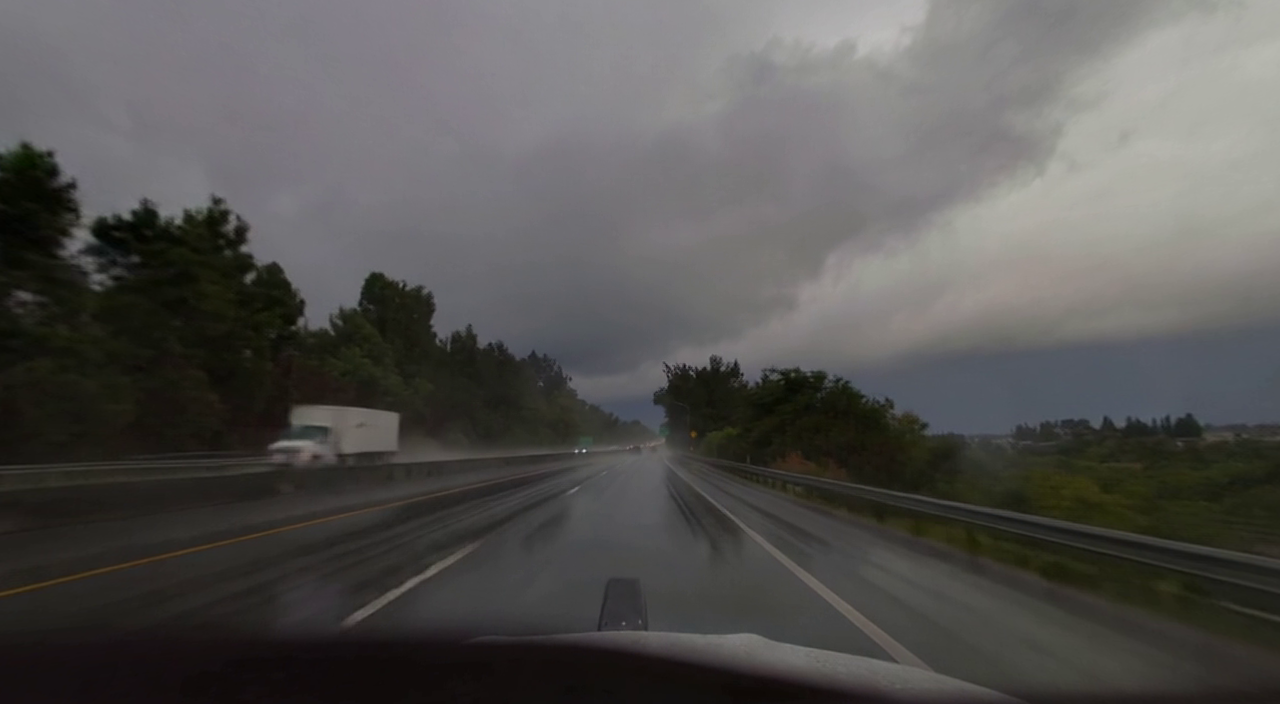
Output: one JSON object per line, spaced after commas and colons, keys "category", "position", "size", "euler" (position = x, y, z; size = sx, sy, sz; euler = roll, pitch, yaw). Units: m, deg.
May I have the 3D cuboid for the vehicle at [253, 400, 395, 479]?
{"category": "vehicle", "position": [-16.014, 4.606, 32.890], "size": [2.932, 3.574, 8.159], "euler": [0, -9, 2]}
